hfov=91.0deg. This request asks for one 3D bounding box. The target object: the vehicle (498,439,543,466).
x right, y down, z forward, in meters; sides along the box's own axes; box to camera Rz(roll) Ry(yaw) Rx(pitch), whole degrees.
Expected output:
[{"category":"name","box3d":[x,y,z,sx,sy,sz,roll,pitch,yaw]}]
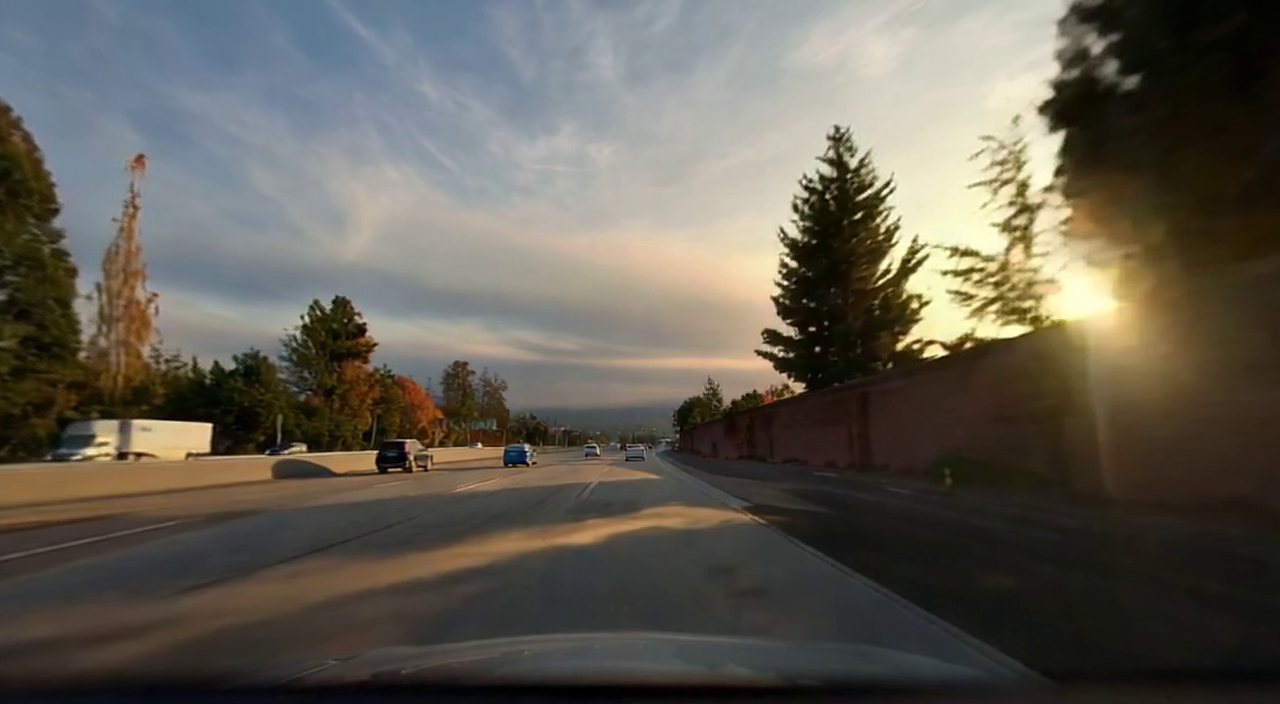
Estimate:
[{"category":"vehicle","box3d":[-8.018,6.805,42.743,2.151,1.707,4.759,0,-9,0]}]

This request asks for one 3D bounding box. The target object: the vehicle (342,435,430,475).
[{"category":"vehicle","box3d":[-11.370,4.643,28.592,2.025,1.618,4.683,1,-9,0]}]
